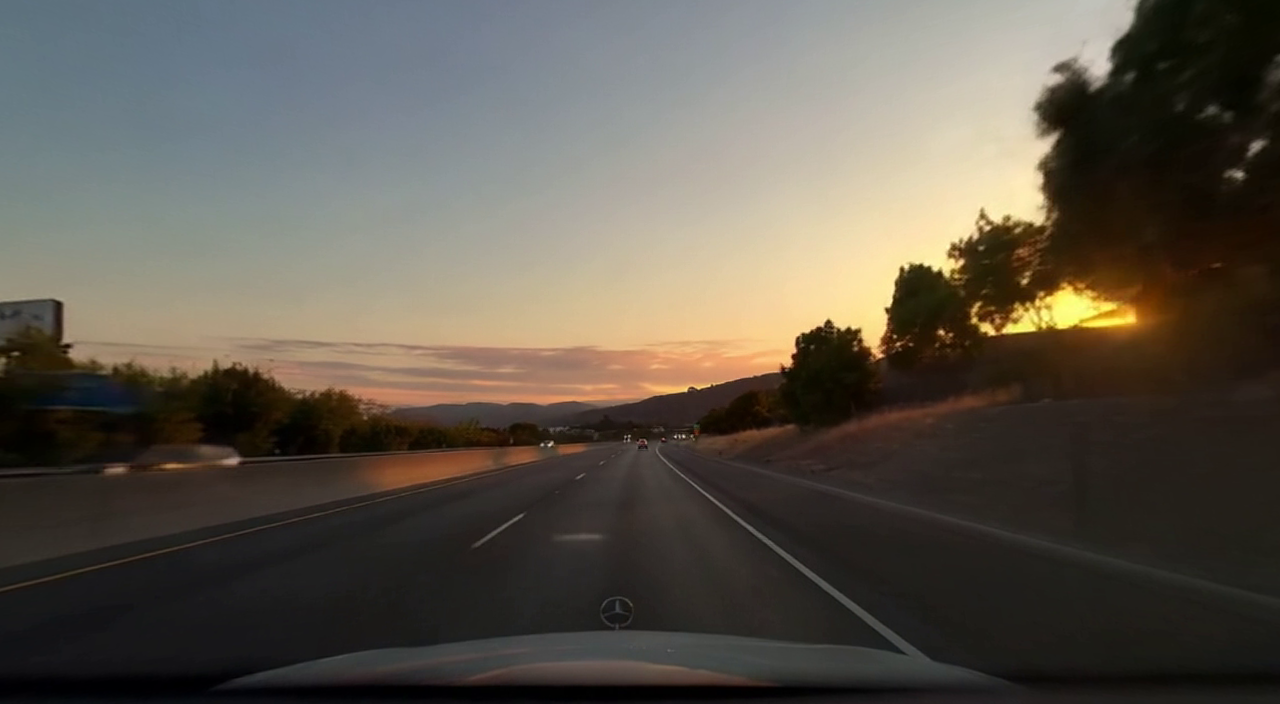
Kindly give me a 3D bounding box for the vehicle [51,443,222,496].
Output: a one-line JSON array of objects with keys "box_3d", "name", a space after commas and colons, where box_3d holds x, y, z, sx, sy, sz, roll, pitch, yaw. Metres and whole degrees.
[{"box_3d": [-16.137, 3.747, 20.560, 1.957, 1.493, 4.370, -1, -8, 0], "name": "vehicle"}]
